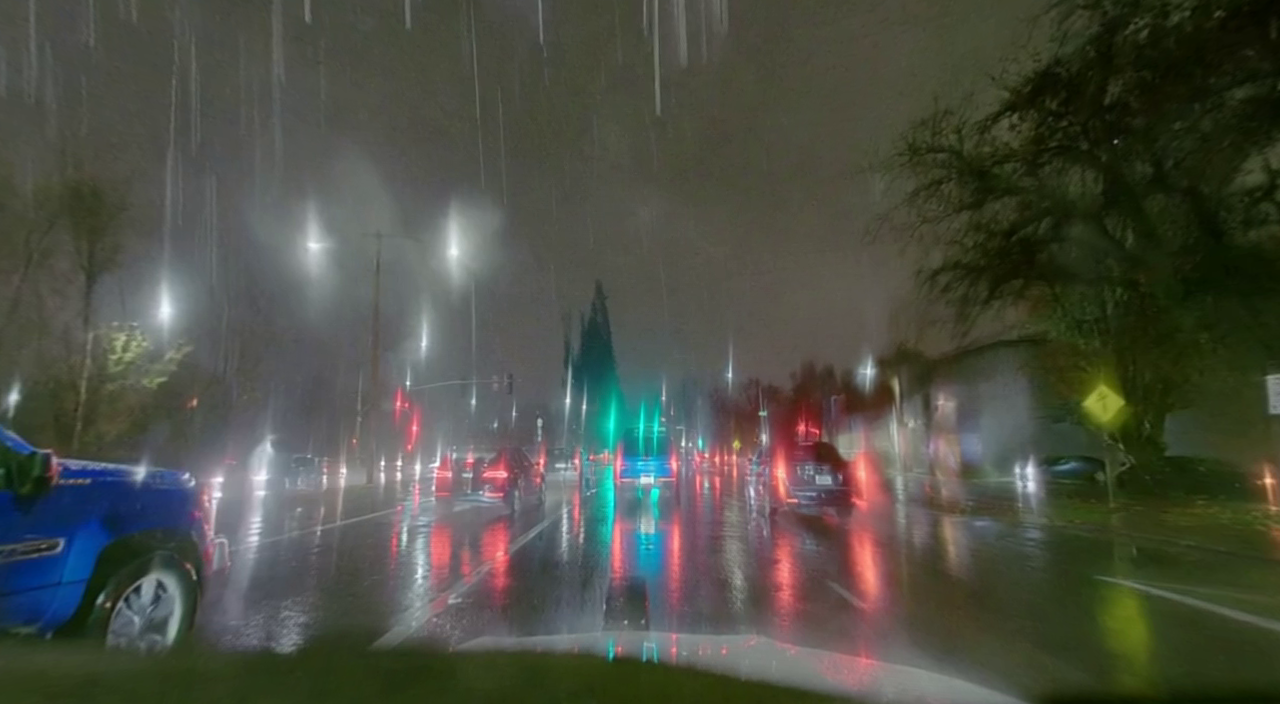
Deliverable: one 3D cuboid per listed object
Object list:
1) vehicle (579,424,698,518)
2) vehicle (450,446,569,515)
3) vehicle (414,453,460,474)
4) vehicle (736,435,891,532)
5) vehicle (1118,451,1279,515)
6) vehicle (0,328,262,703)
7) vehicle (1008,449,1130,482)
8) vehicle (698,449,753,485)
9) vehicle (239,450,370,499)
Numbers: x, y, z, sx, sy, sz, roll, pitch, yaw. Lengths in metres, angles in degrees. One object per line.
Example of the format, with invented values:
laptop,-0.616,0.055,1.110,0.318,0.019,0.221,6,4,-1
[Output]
vehicle,-0.028,2.861,15.736,2.493,1.934,4.957,0,-8,0
vehicle,-3.092,3.120,15.948,1.986,1.465,4.509,0,-8,1
vehicle,-15.184,8.364,47.394,1.932,1.449,4.545,0,-8,1
vehicle,3.309,2.569,12.965,1.955,1.628,4.152,0,-8,0
vehicle,17.447,3.905,19.368,1.940,1.500,4.748,-2,-7,3
vehicle,-3.466,0.682,1.656,1.994,1.759,4.709,0,-8,0
vehicle,22.286,5.867,33.028,2.003,1.515,4.939,3,-9,-20
vehicle,3.845,5.234,29.072,1.968,1.472,4.456,0,-8,0
vehicle,-11.552,4.213,22.139,1.968,1.487,4.676,0,-8,1
